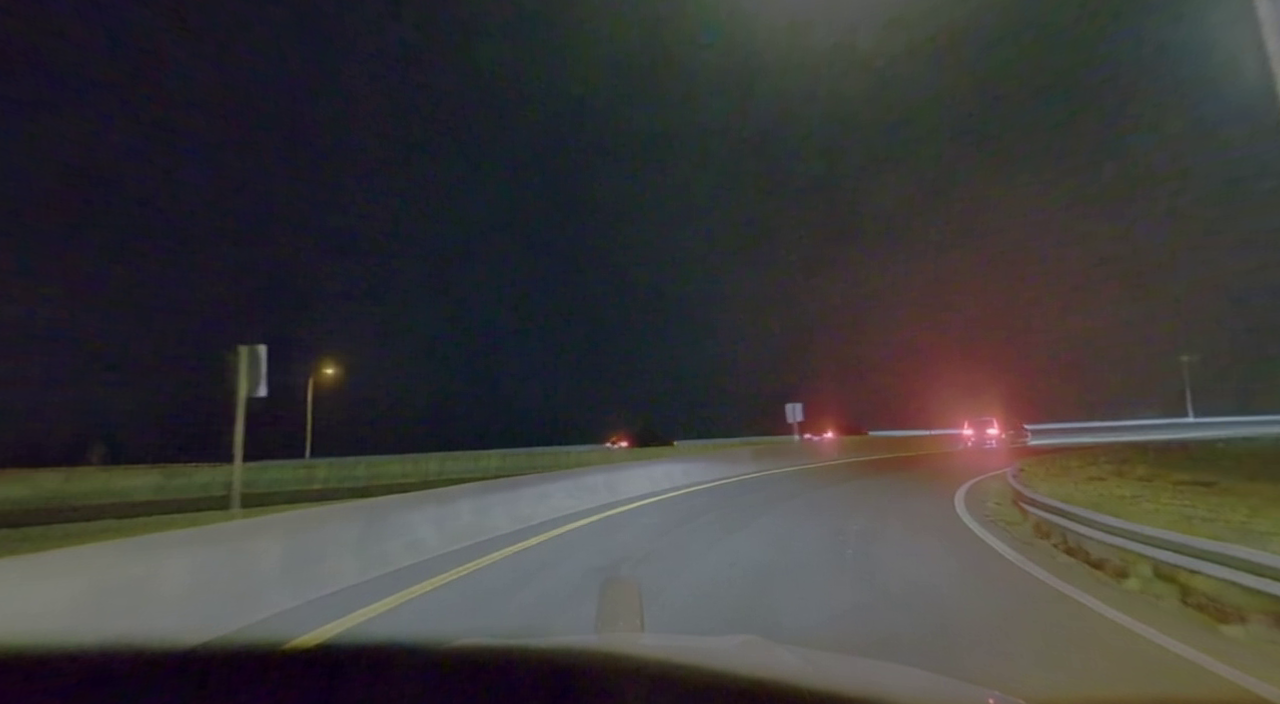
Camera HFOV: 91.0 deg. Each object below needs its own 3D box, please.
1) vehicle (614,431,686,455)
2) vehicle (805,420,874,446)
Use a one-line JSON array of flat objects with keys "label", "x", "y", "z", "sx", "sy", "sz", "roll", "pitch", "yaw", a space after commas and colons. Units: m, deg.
[{"label": "vehicle", "x": 0.761, "y": 6.438, "z": 44.560, "sx": 4.957, "sy": 1.593, "sz": 1.871, "roll": 6, "pitch": -10, "yaw": -35}, {"label": "vehicle", "x": 12.477, "y": 5.103, "z": 39.372, "sx": 3.990, "sy": 1.549, "sz": 1.971, "roll": 6, "pitch": -10, "yaw": -33}]
